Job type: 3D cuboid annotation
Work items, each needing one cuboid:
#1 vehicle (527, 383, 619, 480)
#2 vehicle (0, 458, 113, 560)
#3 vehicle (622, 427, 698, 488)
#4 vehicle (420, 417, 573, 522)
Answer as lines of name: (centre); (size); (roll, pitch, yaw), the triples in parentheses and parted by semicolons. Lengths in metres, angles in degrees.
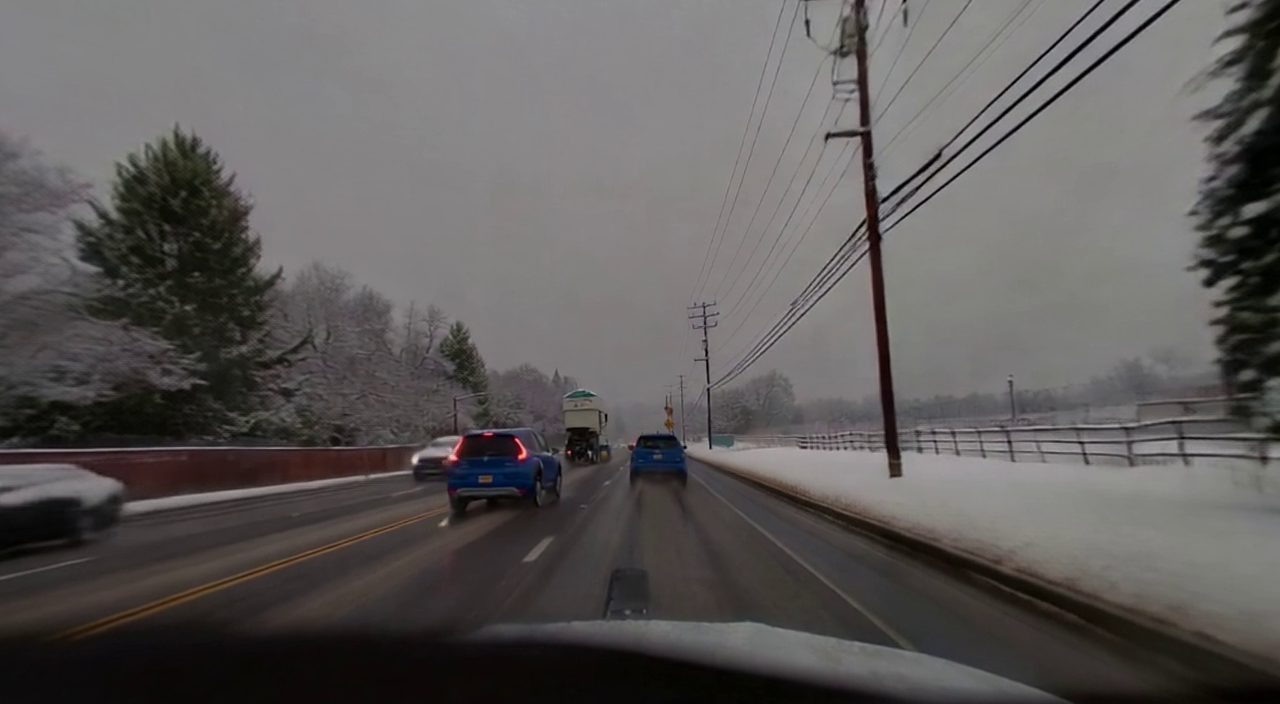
vehicle: (-2.687, 3.787, 29.231); (2.928, 3.658, 10.953); (0, -8, 1)
vehicle: (-11.714, 2.626, 10.377); (2.077, 1.638, 4.584); (0, -8, 0)
vehicle: (0.605, 3.339, 20.220); (2.174, 1.749, 4.113); (0, -8, 1)
vehicle: (-2.772, 2.410, 13.424); (2.093, 1.832, 4.508); (0, -8, 1)
